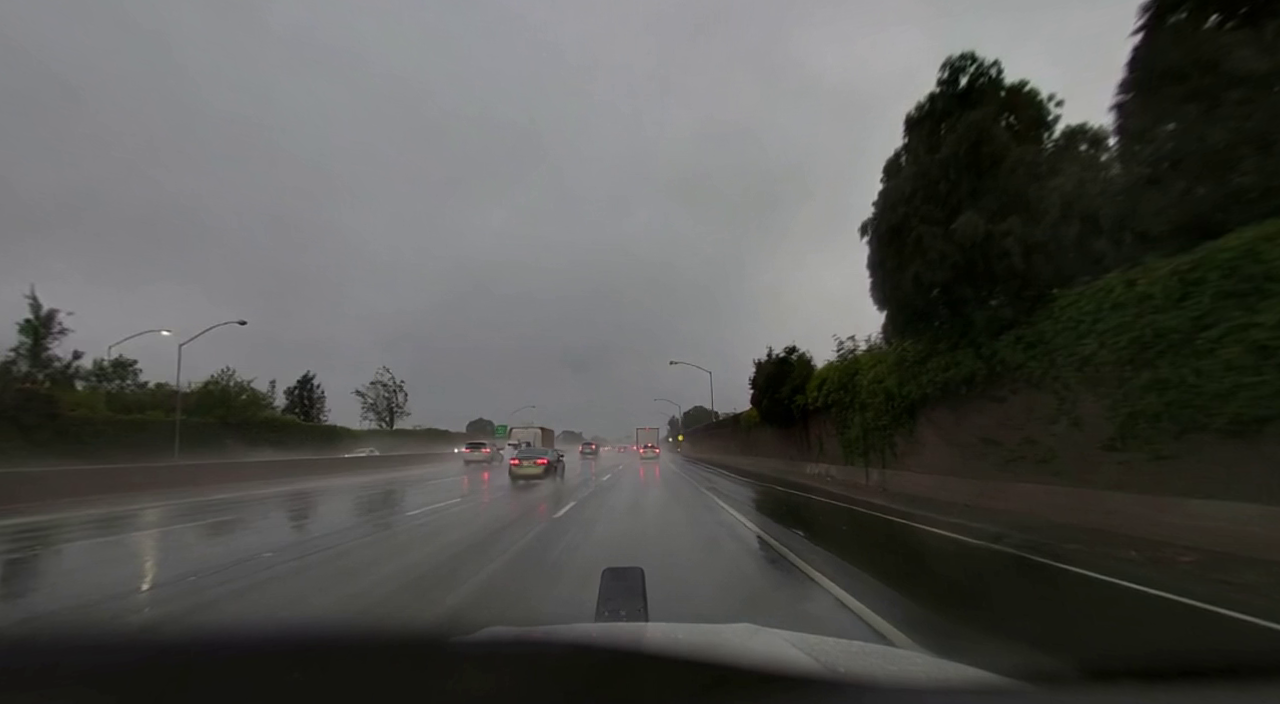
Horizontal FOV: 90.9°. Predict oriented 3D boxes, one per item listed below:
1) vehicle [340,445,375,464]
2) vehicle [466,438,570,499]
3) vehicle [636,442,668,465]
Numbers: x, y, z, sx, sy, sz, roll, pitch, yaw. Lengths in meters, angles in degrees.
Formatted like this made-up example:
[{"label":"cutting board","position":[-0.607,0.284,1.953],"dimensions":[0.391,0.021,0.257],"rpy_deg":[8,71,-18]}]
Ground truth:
[{"label":"vehicle","position":[-22.159,8.002,49.576],"dimensions":[1.482,1.382,3.359],"rpy_deg":[-1,-8,-5]},{"label":"vehicle","position":[-3.259,3.197,17.694],"dimensions":[2.056,1.480,4.022],"rpy_deg":[-1,-8,1]},{"label":"vehicle","position":[0.816,6.916,43.253],"dimensions":[2.073,1.480,4.343],"rpy_deg":[0,-8,0]}]
